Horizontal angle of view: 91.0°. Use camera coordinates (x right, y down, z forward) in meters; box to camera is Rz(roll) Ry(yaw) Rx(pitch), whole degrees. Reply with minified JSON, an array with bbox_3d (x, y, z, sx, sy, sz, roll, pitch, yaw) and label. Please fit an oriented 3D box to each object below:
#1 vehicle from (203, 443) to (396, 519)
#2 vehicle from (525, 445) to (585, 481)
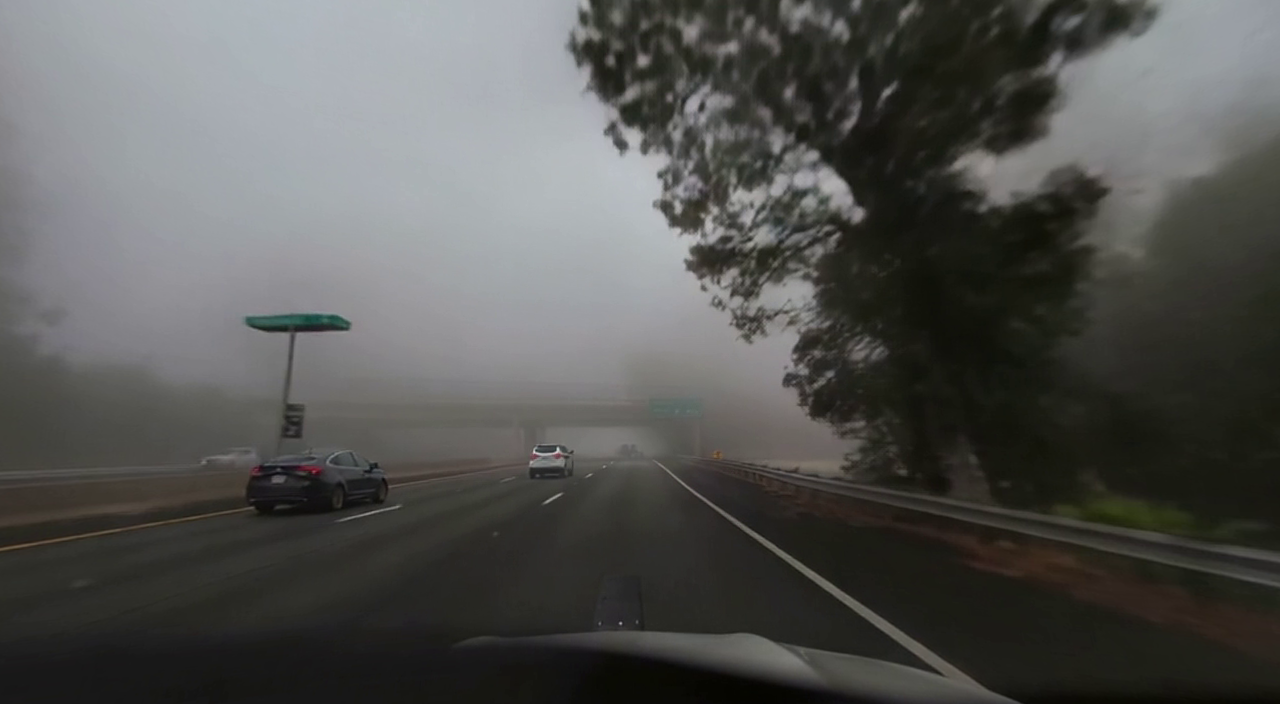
[{"bbox_3d":[-7.734,2.947,14.985,2.002,1.507,4.631,0,-9,0],"label":"vehicle"},{"bbox_3d":[-3.944,5.252,30.127,2.102,1.571,4.666,0,-9,1],"label":"vehicle"}]
